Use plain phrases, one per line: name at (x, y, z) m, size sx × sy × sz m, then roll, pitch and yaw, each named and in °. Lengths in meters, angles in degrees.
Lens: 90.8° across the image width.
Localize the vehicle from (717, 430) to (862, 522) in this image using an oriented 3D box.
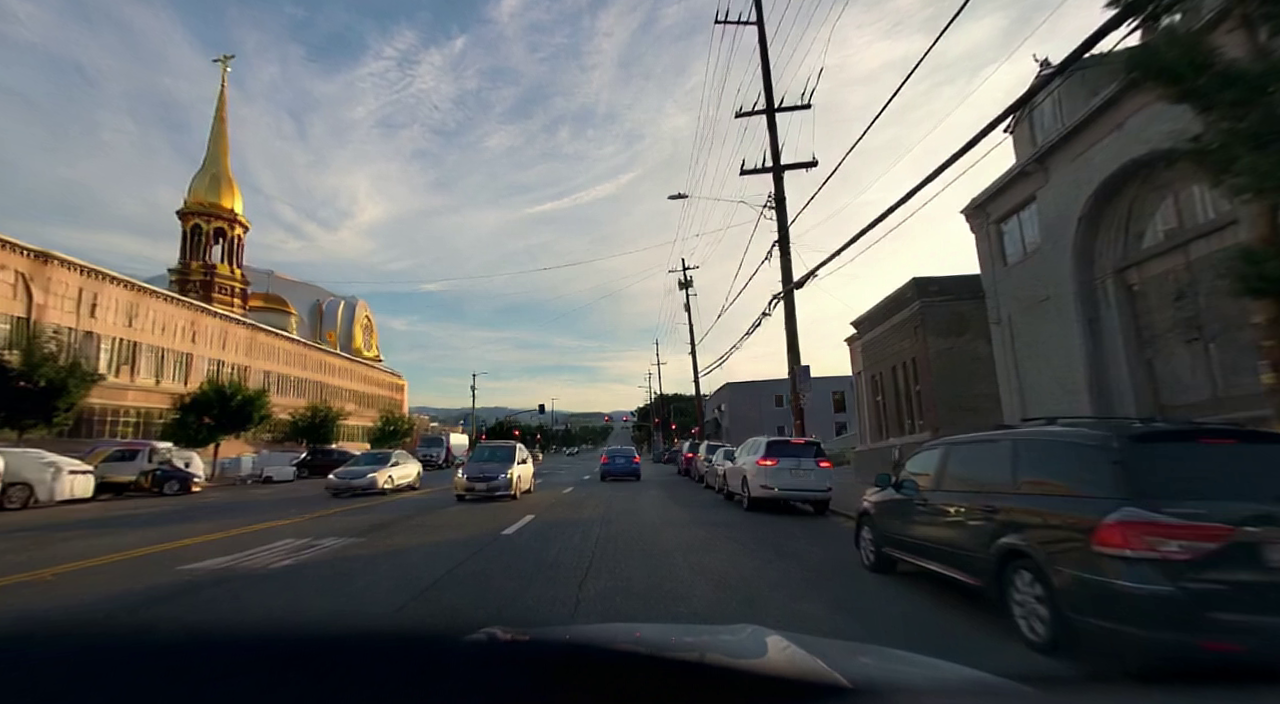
vehicle at (3.382, 2.936, 15.510) m, size 2.106 × 1.750 × 5.328 m, roll 3°, pitch -9°, yaw -2°

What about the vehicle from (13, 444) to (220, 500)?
vehicle at (-18.653, 4.266, 22.761) m, size 5.376 × 1.885 × 2.218 m, roll 0°, pitch -9°, yaw -1°

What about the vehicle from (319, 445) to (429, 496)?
vehicle at (-9.074, 4.041, 21.972) m, size 1.996 × 1.547 × 4.238 m, roll 0°, pitch -9°, yaw -1°

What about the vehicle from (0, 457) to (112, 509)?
vehicle at (-19.134, 3.954, 19.315) m, size 4.252 × 1.451 × 1.914 m, roll 0°, pitch -9°, yaw 1°

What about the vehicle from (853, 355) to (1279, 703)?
vehicle at (3.622, 1.305, 5.144) m, size 2.133 × 1.791 × 4.642 m, roll 2°, pitch -9°, yaw -1°

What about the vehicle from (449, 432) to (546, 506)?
vehicle at (-3.716, 3.108, 17.304) m, size 2.240 × 1.731 × 4.470 m, roll 1°, pitch -9°, yaw -8°

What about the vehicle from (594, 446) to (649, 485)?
vehicle at (-0.699, 4.595, 26.010) m, size 2.049 × 1.453 × 4.299 m, roll 0°, pitch -9°, yaw 0°

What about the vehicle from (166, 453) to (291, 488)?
vehicle at (-19.105, 5.502, 29.473) m, size 4.465 × 1.496 × 1.836 m, roll 0°, pitch -9°, yaw 0°
